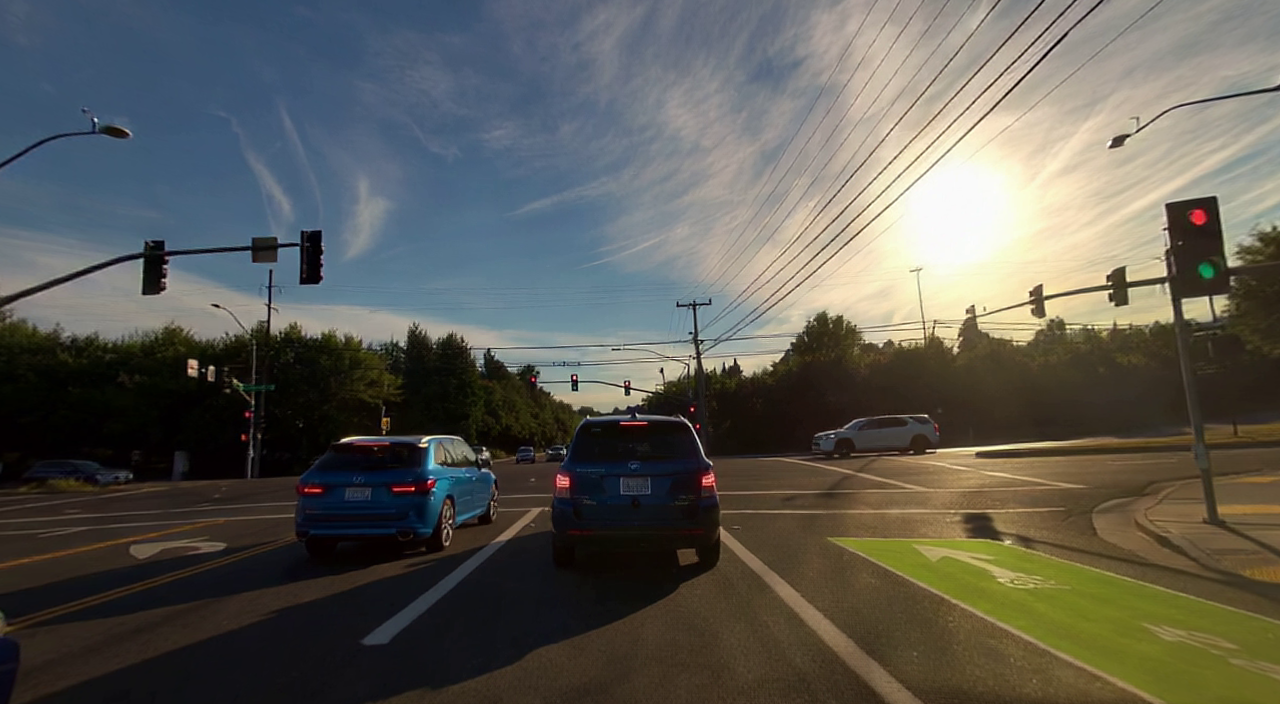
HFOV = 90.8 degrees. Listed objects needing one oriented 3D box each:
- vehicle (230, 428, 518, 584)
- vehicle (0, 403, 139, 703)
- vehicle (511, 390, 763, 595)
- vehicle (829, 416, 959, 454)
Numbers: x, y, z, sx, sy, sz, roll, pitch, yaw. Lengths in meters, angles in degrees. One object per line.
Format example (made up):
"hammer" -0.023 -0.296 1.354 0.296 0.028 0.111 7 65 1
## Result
"vehicle" -2.934 1.765 8.015 1.969 1.486 3.702 0 -8 1
"vehicle" -3.349 0.662 0.439 1.928 1.488 4.936 0 -8 0
"vehicle" -0.055 1.519 7.606 2.182 1.773 4.041 0 -8 -1
"vehicle" 13.845 4.601 34.831 6.143 1.944 2.229 -1 -8 5
